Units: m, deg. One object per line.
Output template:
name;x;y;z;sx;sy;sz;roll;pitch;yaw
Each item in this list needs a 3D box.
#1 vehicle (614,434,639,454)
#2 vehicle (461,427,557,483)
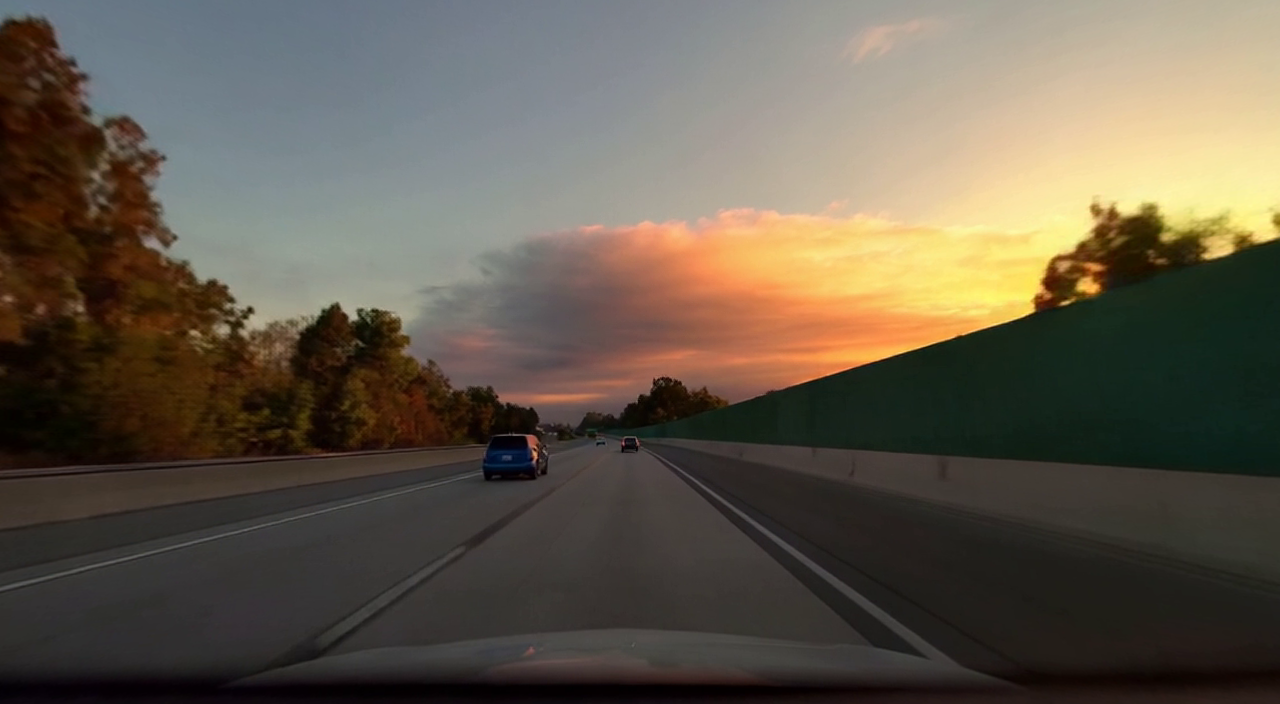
vehicle;-1.008;6.911;47.426;1.836;1.450;3.519;0;-8;-1
vehicle;-3.947;3.179;19.903;2.072;1.545;4.767;0;-8;0
